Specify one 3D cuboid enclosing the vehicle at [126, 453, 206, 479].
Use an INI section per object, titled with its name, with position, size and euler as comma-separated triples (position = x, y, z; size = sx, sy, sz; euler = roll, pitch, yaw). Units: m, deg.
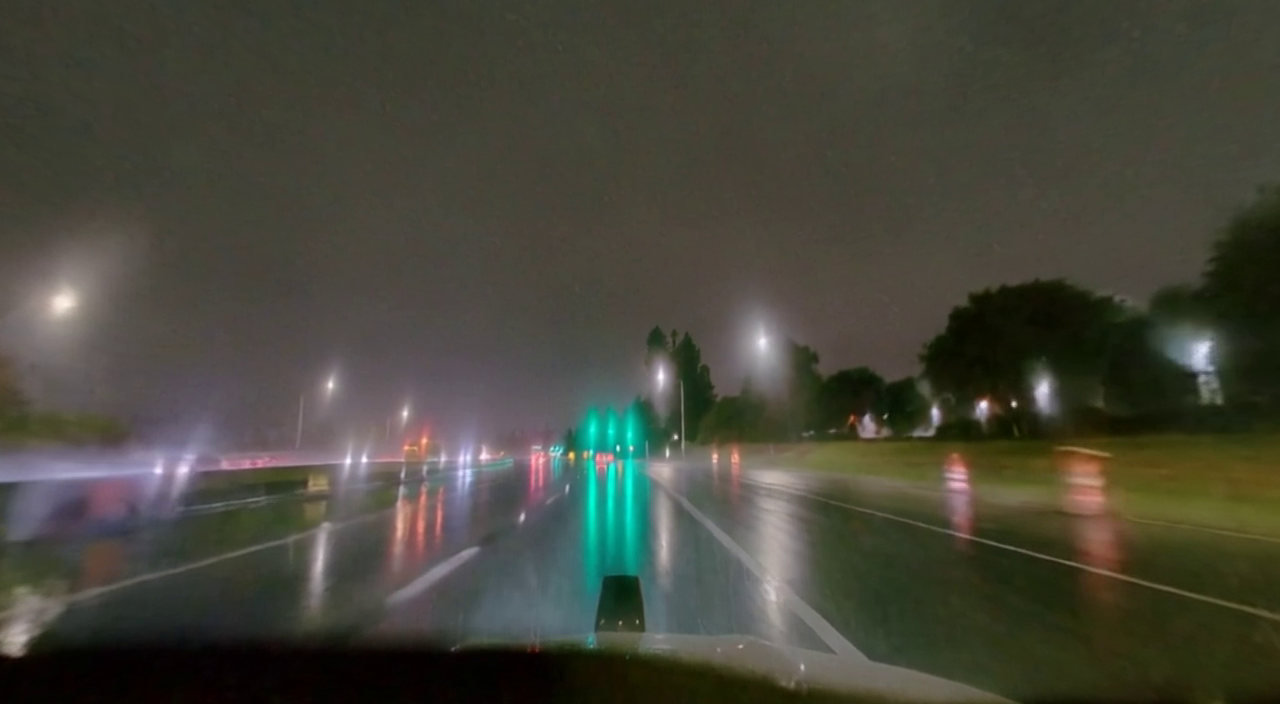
[vehicle]
position = -30.268, 7.263, 40.369
size = 1.812, 1.497, 4.297
euler = 0, -9, -1
